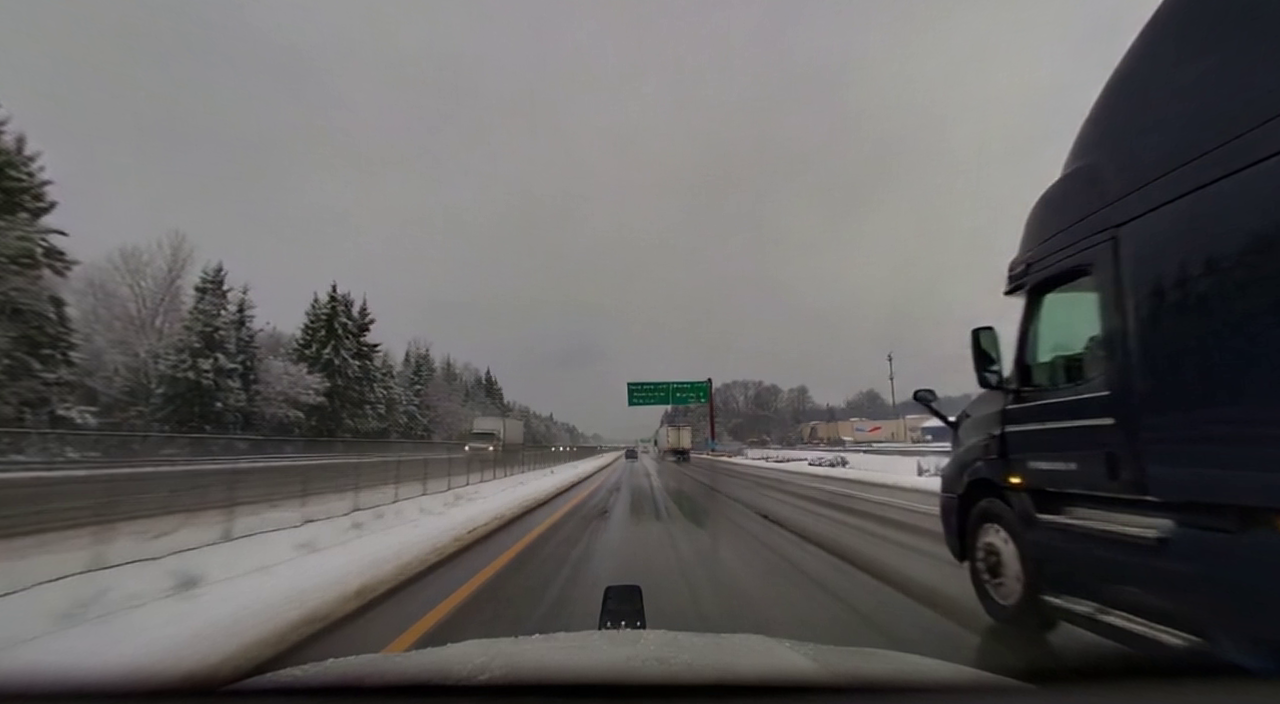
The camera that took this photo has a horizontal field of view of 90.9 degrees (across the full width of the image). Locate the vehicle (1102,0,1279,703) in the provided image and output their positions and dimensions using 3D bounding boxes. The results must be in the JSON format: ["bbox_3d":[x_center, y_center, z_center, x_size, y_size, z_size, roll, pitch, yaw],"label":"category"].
[{"bbox_3d":[4.182,-0.512,0.384,3.035,3.966,6.026,0,-9,0],"label":"vehicle"}]
